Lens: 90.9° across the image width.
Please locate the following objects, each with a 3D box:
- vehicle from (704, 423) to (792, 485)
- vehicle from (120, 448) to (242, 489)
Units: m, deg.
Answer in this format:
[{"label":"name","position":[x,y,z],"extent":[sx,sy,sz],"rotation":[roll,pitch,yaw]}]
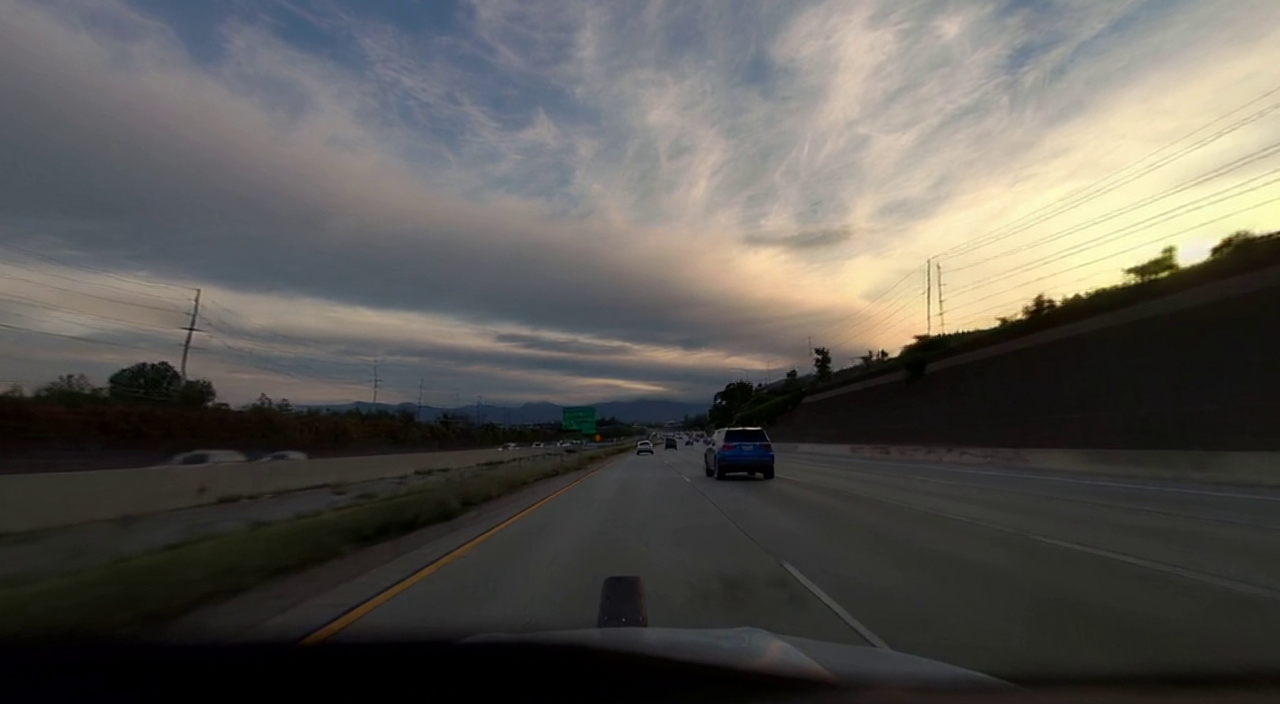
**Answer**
[{"label":"vehicle","position":[3.492,3.395,21.296],"extent":[2.120,1.832,4.287],"rotation":[0,-8,-1]},{"label":"vehicle","position":[-17.994,4.543,24.961],"extent":[2.039,1.458,3.724],"rotation":[0,-8,-1]}]
